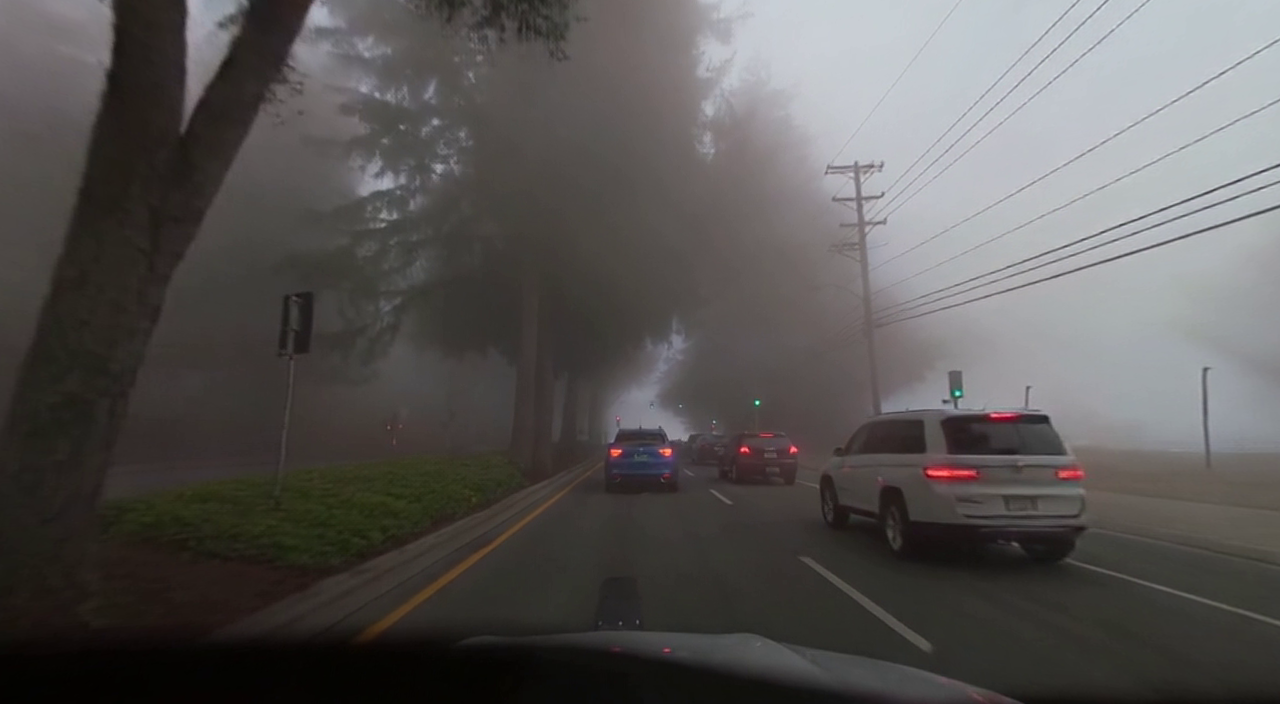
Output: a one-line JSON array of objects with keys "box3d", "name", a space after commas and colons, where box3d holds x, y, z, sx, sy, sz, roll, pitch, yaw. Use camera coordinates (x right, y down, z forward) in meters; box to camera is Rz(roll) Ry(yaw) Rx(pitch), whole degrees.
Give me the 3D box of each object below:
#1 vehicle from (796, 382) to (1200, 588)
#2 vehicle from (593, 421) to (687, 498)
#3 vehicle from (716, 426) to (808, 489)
[{"box3d": [3.864, 1.549, 8.242, 2.254, 1.840, 4.918, 0, -8, -1], "name": "vehicle"}, {"box3d": [-0.029, 2.762, 16.607, 2.163, 1.746, 4.073, 0, -8, -1], "name": "vehicle"}, {"box3d": [3.500, 3.102, 18.793, 1.923, 1.653, 3.703, 0, -8, -1], "name": "vehicle"}]
